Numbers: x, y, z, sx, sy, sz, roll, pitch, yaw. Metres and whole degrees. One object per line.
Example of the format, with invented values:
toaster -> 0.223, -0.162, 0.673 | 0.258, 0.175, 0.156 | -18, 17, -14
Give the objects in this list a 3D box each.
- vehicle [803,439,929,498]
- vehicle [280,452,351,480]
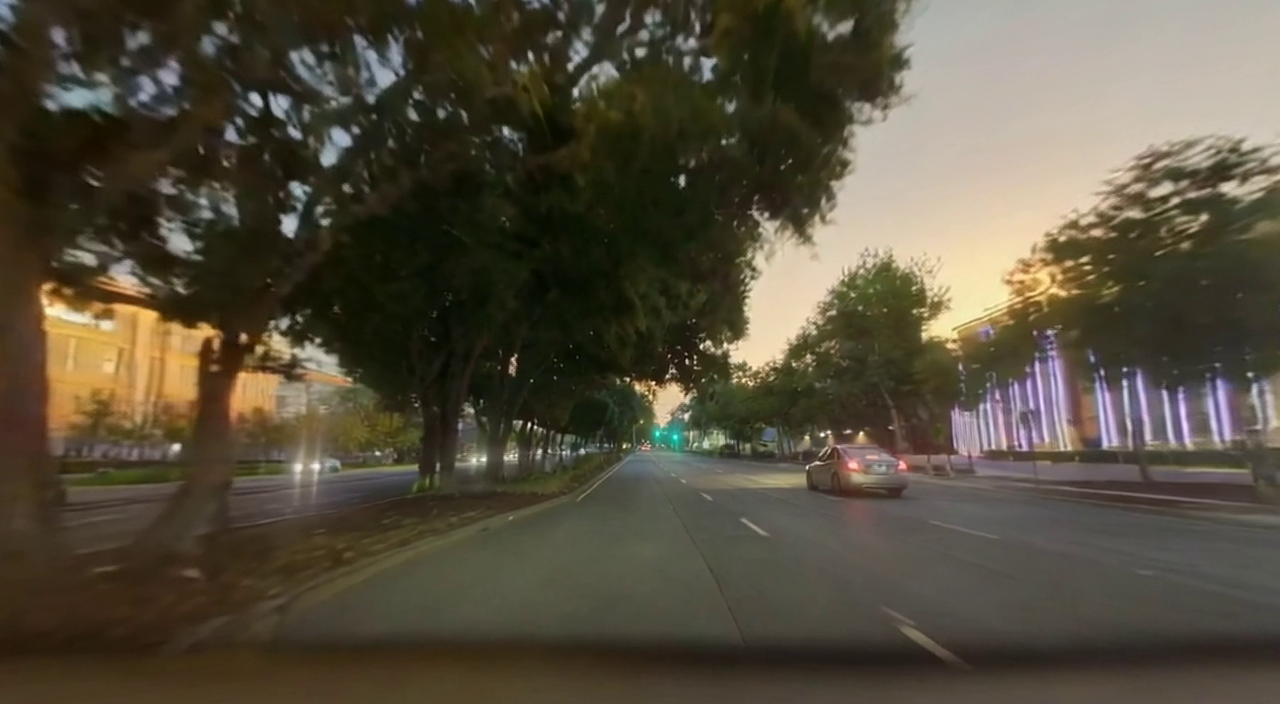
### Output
vehicle -> 6.543, 3.406, 18.952 | 1.913, 1.504, 4.738 | 0, -8, -1
vehicle -> -19.373, 6.812, 37.963 | 1.895, 1.458, 4.586 | -2, -9, 0
